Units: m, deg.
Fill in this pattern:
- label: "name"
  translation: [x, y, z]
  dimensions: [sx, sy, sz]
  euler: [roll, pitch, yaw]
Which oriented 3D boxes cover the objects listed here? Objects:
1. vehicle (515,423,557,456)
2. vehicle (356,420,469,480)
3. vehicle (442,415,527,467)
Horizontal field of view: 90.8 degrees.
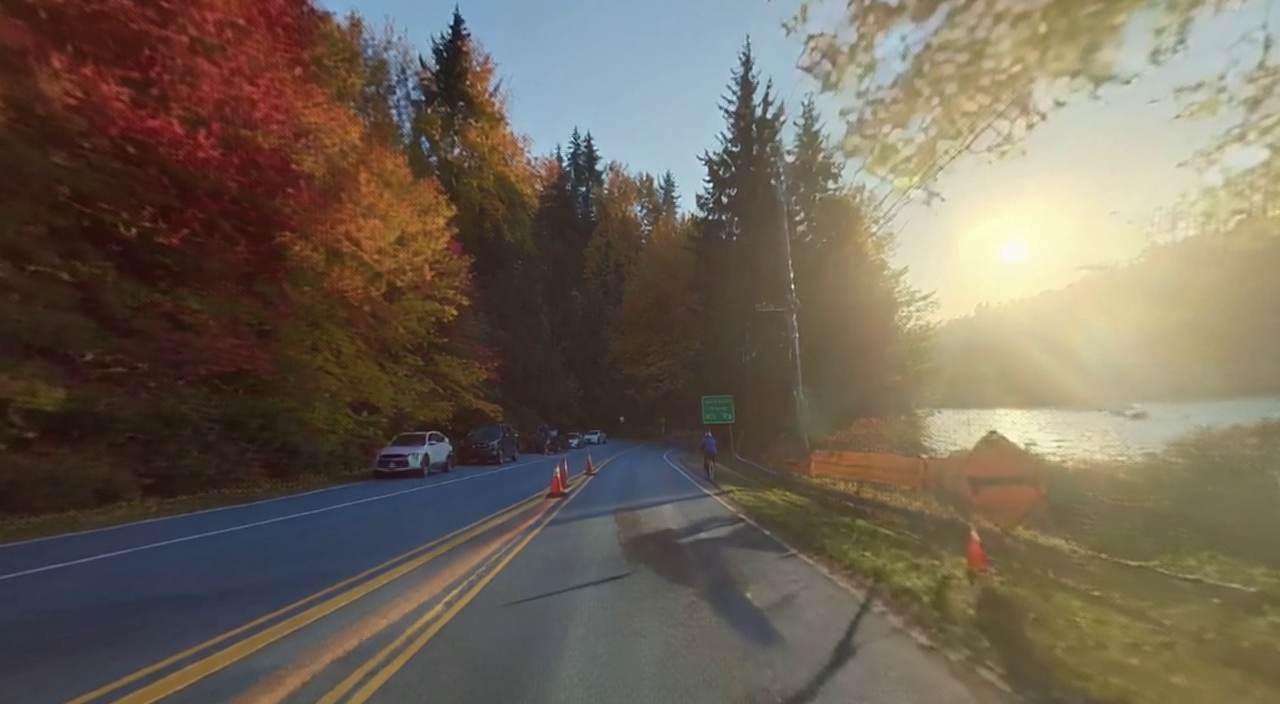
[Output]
- label: "vehicle"
  translation: [-7.036, 6.011, 43.145]
  dimensions: [1.955, 1.908, 4.680]
  euler: [-5, -9, 0]
- label: "vehicle"
  translation: [-7.652, 3.321, 21.761]
  dimensions: [1.991, 1.759, 4.443]
  euler: [-3, -8, 4]
- label: "vehicle"
  translation: [-7.115, 4.206, 29.620]
  dimensions: [2.312, 2.075, 5.748]
  euler: [-3, -9, 2]
